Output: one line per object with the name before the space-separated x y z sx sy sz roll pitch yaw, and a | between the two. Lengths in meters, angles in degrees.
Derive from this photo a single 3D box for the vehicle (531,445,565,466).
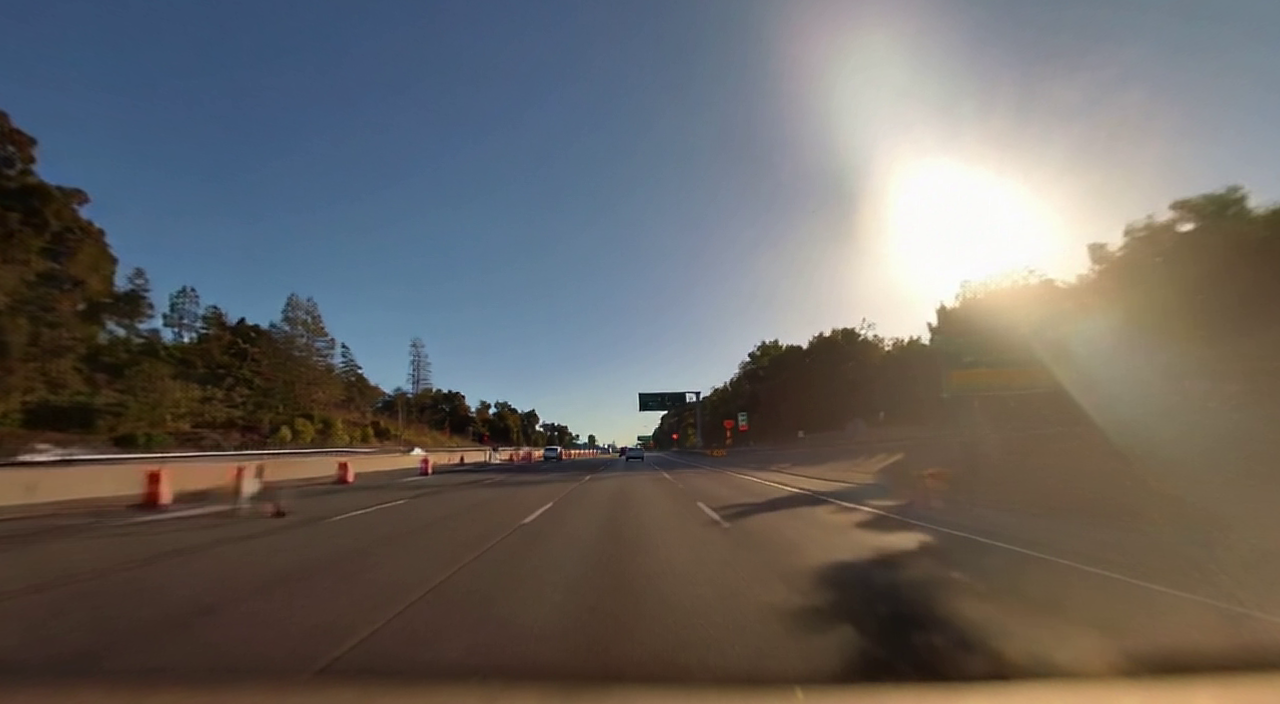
vehicle | -6.996 7.929 48.463 1.997 1.507 4.248 0 -9 0

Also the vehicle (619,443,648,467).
vehicle | -0.485 7.615 46.885 2.109 1.638 3.856 0 -9 -1
